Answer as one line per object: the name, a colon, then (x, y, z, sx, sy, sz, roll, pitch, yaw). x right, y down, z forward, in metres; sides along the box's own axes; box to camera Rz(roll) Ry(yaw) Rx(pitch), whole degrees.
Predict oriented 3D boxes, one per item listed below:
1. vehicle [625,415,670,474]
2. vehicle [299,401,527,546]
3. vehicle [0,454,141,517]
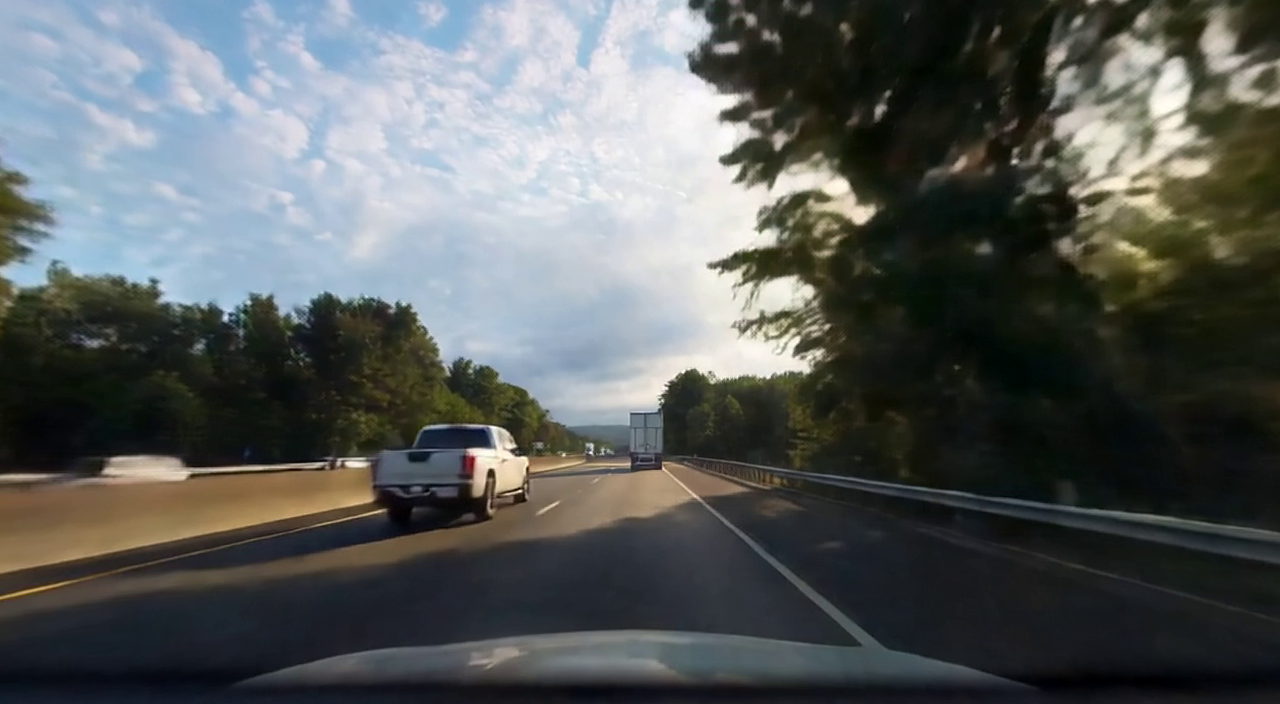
vehicle: (0.578, 7.123, 48.215, 3.024, 3.965, 10.399, 0, -9, 1)
vehicle: (-3.903, 2.245, 12.296, 2.283, 2.156, 5.546, 0, -9, 1)
vehicle: (-17.131, 3.686, 17.837, 2.044, 1.523, 4.787, 0, -9, 0)
